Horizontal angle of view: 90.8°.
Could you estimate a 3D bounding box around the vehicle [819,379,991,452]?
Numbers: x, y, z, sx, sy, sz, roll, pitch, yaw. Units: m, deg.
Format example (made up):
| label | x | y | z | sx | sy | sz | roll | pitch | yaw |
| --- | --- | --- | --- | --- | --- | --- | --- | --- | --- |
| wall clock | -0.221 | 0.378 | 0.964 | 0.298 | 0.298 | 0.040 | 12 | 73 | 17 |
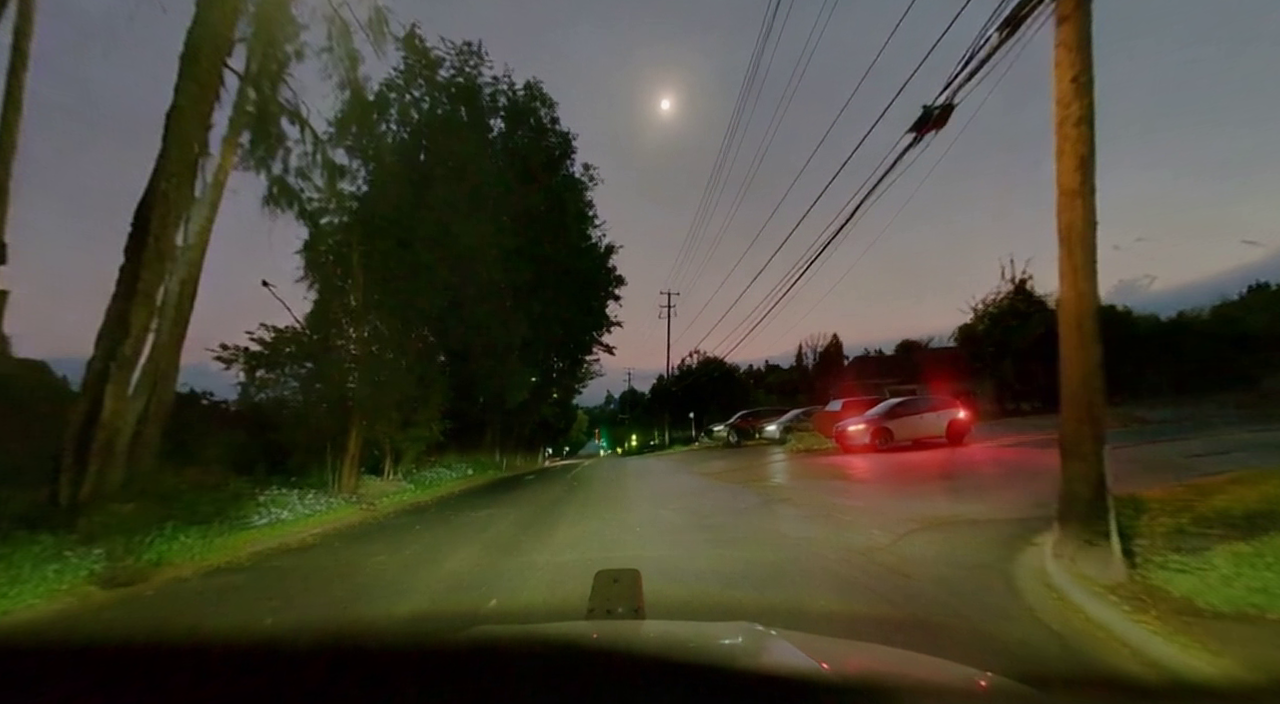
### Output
| label | x | y | z | sx | sy | sz | roll | pitch | yaw |
| --- | --- | --- | --- | --- | --- | --- | --- | --- | --- |
| vehicle | 8.012 | 1.986 | 19.104 | 4.780 | 1.984 | 1.896 | 3 | -9 | -23 |
